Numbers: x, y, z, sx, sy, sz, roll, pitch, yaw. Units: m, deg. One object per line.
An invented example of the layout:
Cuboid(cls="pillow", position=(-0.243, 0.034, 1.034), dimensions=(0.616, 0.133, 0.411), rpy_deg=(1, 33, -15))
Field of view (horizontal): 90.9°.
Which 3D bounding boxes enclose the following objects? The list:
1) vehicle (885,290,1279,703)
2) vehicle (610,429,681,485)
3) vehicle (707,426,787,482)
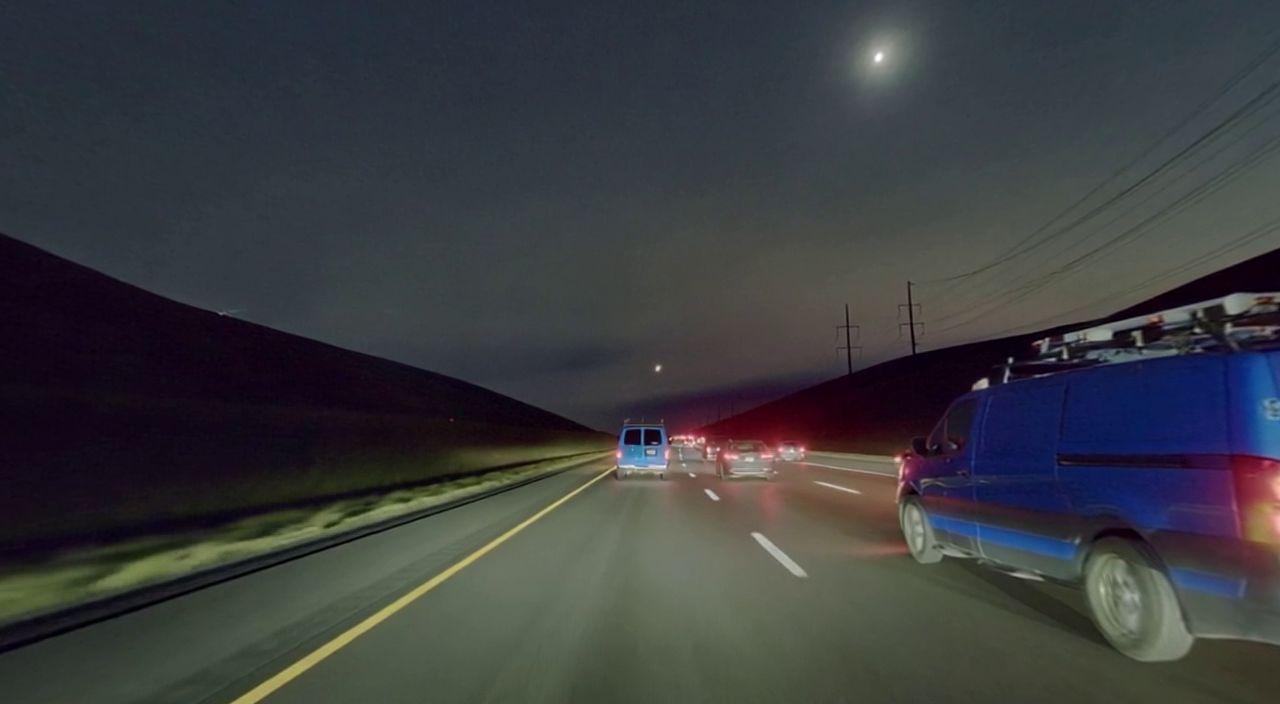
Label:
Cuboid(cls="vehicle", position=(3.895, 0.882, 3.641), dimensions=(2.691, 1.901, 5.744), rpy_deg=(0, -8, 1))
Cuboid(cls="vehicle", position=(0.186, 3.676, 22.372), dimensions=(2.268, 1.772, 4.523), rpy_deg=(0, -8, 1))
Cuboid(cls="vehicle", position=(3.777, 3.717, 23.138), dimensions=(2.139, 1.821, 4.480), rpy_deg=(0, -8, 0))
